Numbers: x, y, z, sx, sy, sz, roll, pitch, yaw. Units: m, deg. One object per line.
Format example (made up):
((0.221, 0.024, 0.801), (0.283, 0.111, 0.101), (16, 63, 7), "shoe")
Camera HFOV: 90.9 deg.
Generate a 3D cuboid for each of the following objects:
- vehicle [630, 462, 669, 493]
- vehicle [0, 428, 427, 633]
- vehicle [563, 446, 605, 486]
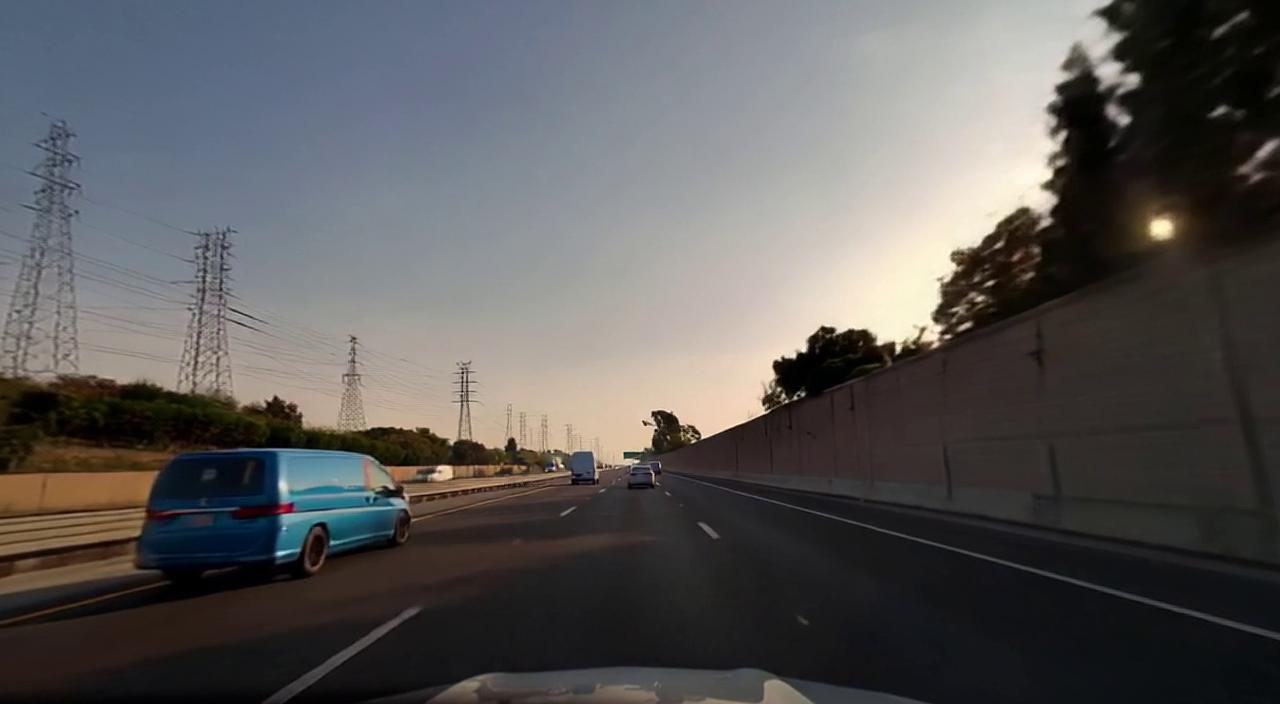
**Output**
((0.454, 6.817, 34.423), (2.006, 1.554, 3.863), (1, -10, -1), "vehicle")
((-4.275, 1.798, 7.216), (2.023, 1.541, 4.543), (1, -10, 1), "vehicle")
((-3.842, 8.115, 44.761), (2.394, 2.609, 6.875), (1, -10, 0), "vehicle")
